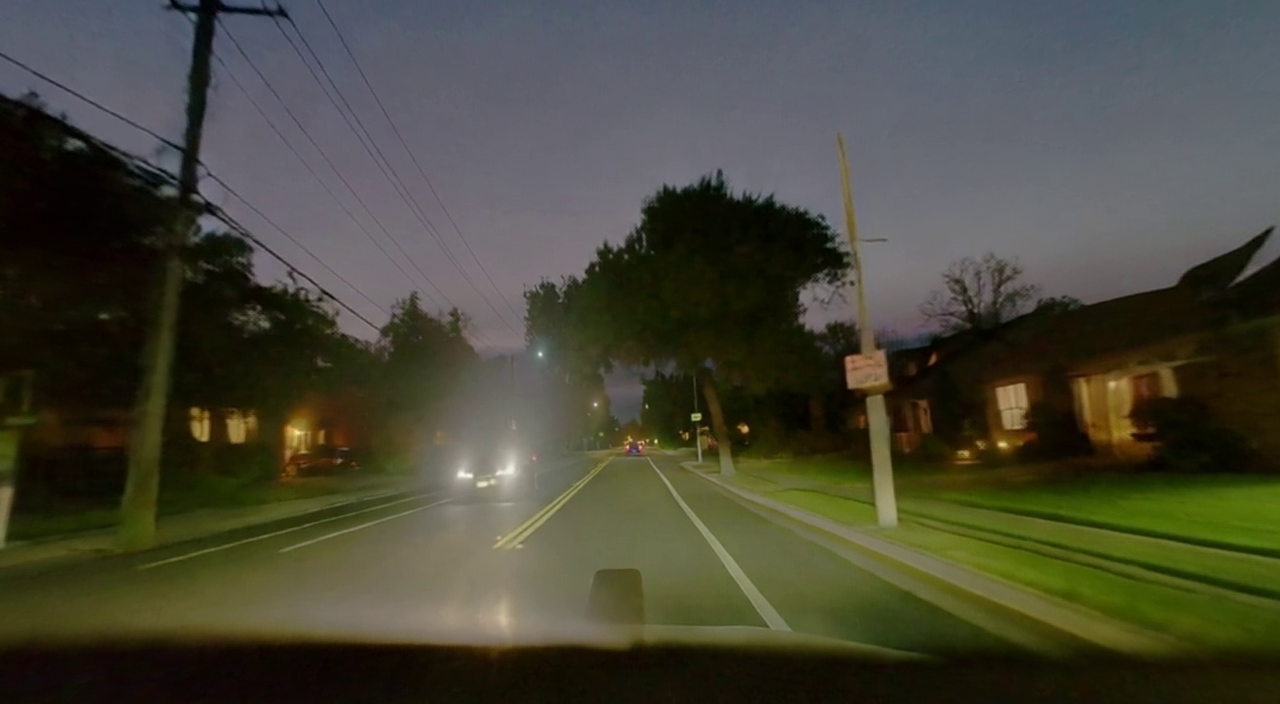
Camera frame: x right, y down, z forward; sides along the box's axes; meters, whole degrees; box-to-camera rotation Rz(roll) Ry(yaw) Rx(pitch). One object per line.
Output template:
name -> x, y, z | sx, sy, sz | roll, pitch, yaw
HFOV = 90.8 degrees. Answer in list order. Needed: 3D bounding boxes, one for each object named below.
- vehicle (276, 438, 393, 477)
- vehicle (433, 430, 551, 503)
vehicle -> -14.928, 5.183, 31.151 | 4.662, 1.832, 2.063 | 1, -9, -5
vehicle -> -3.954, 3.159, 17.870 | 2.145, 1.762, 4.960 | 0, -9, 0
